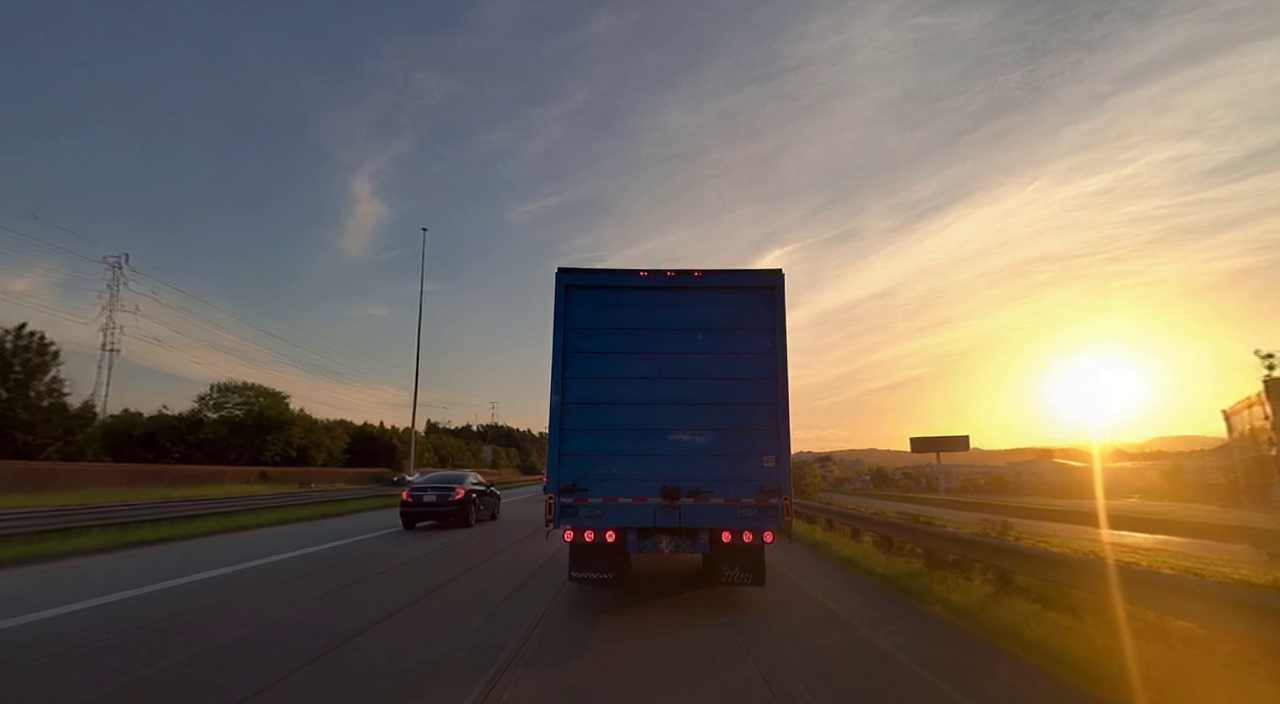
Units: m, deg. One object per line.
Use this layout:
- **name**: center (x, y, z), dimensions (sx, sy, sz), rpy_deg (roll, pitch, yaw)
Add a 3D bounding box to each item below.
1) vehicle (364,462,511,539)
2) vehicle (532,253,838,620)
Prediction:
- **vehicle**: center (-4.444, 3.342, 14.644), dimensions (1.891, 1.469, 4.431), rpy_deg (1, -11, 0)
- **vehicle**: center (0.607, 1.525, 10.430), dimensions (2.831, 3.529, 8.689), rpy_deg (0, -11, 3)
